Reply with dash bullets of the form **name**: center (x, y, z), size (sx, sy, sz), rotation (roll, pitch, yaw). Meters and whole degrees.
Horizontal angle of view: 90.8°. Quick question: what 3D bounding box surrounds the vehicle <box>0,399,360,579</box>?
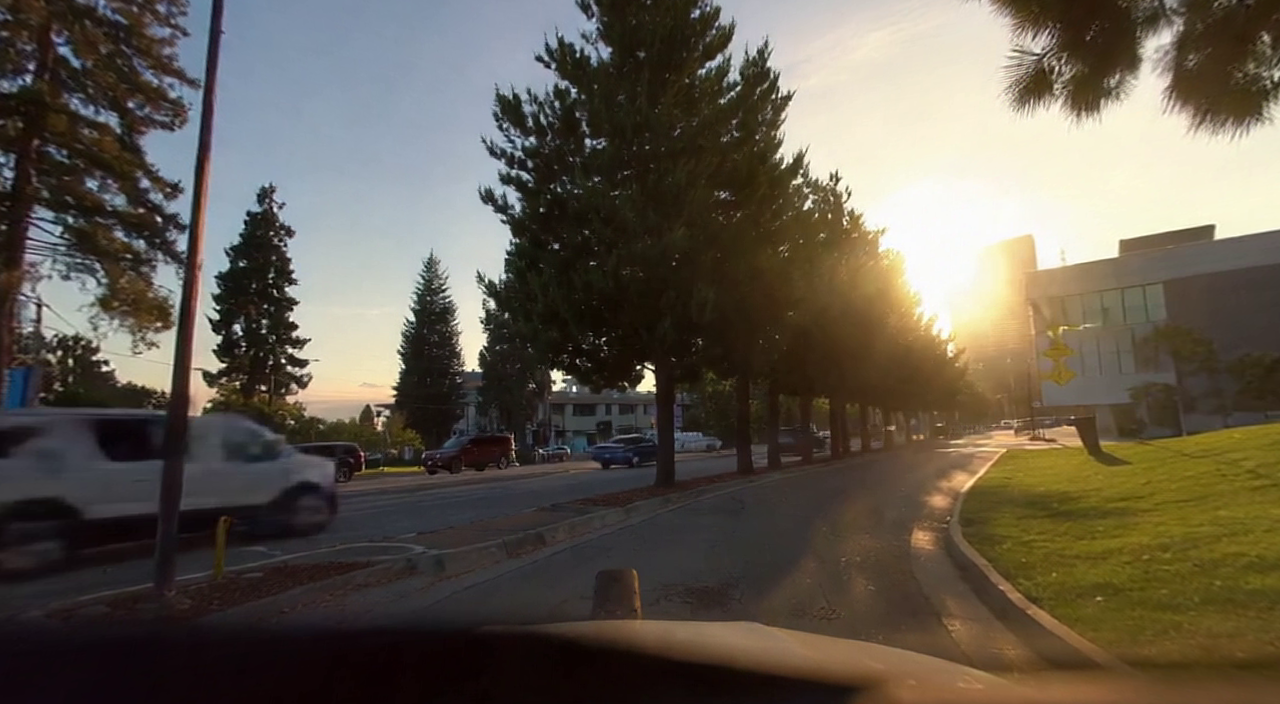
- **vehicle**: center (-6.830, 1.719, 8.796), size (4.748, 1.936, 2.517), rotation (5, -10, -45)

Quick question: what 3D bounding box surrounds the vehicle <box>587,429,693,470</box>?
- **vehicle**: center (0.104, 4.399, 28.593), size (2.183, 1.651, 4.928), rotation (-8, -11, 38)

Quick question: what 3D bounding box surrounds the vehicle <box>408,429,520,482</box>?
- **vehicle**: center (-8.633, 5.042, 31.393), size (2.134, 1.924, 4.911), rotation (-6, -4, 41)

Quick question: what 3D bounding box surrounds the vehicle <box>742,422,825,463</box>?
- **vehicle**: center (7.478, 4.621, 32.496), size (1.954, 1.639, 5.229), rotation (-9, -8, 38)
